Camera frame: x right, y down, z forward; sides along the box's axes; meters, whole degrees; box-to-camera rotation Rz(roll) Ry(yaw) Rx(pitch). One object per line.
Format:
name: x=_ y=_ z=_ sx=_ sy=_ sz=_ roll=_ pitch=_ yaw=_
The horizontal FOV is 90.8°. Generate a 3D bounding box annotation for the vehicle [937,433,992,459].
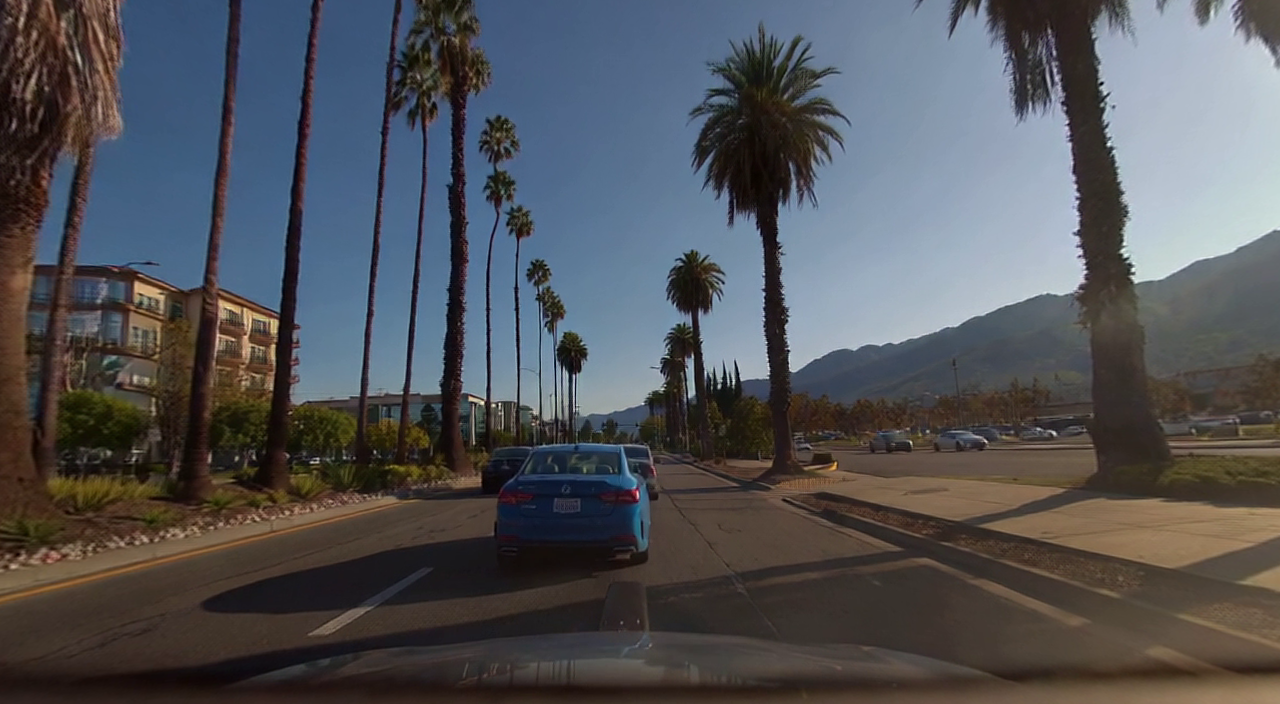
vehicle: x=20.123 y=5.831 z=39.112 sx=1.961 sy=1.526 sz=4.640 roll=-7 pitch=-11 yaw=39

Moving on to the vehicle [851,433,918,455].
vehicle: x=19.207 y=7.256 z=49.780 sx=1.925 sy=1.652 sz=4.490 roll=6 pitch=-10 yaw=-34

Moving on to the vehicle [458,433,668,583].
vehicle: x=-0.841 y=1.839 z=8.276 sx=2.067 sy=1.459 sz=3.886 roll=0 pitch=-8 yaw=-3
